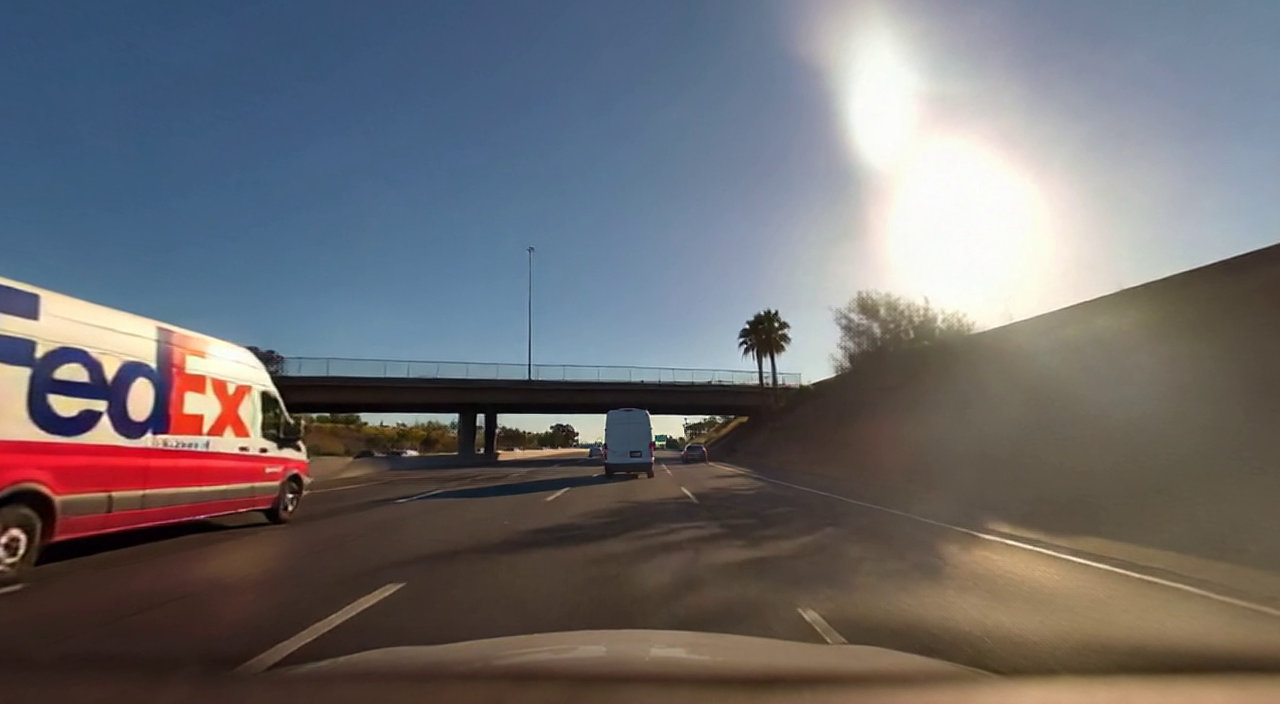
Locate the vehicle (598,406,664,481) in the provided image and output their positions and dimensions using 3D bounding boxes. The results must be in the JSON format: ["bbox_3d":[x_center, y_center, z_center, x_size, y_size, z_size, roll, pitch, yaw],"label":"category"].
[{"bbox_3d":[-0.235,3.868,26.498,2.476,2.776,5.598,0,-9,2],"label":"vehicle"}]

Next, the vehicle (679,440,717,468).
[{"bbox_3d":[3.548,6.306,39.074,1.987,1.648,3.984,0,-9,-1],"label":"vehicle"}]

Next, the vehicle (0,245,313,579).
[{"bbox_3d":[-7.656,0.989,8.282,2.965,3.178,7.188,-2,-9,-1],"label":"vehicle"}]
